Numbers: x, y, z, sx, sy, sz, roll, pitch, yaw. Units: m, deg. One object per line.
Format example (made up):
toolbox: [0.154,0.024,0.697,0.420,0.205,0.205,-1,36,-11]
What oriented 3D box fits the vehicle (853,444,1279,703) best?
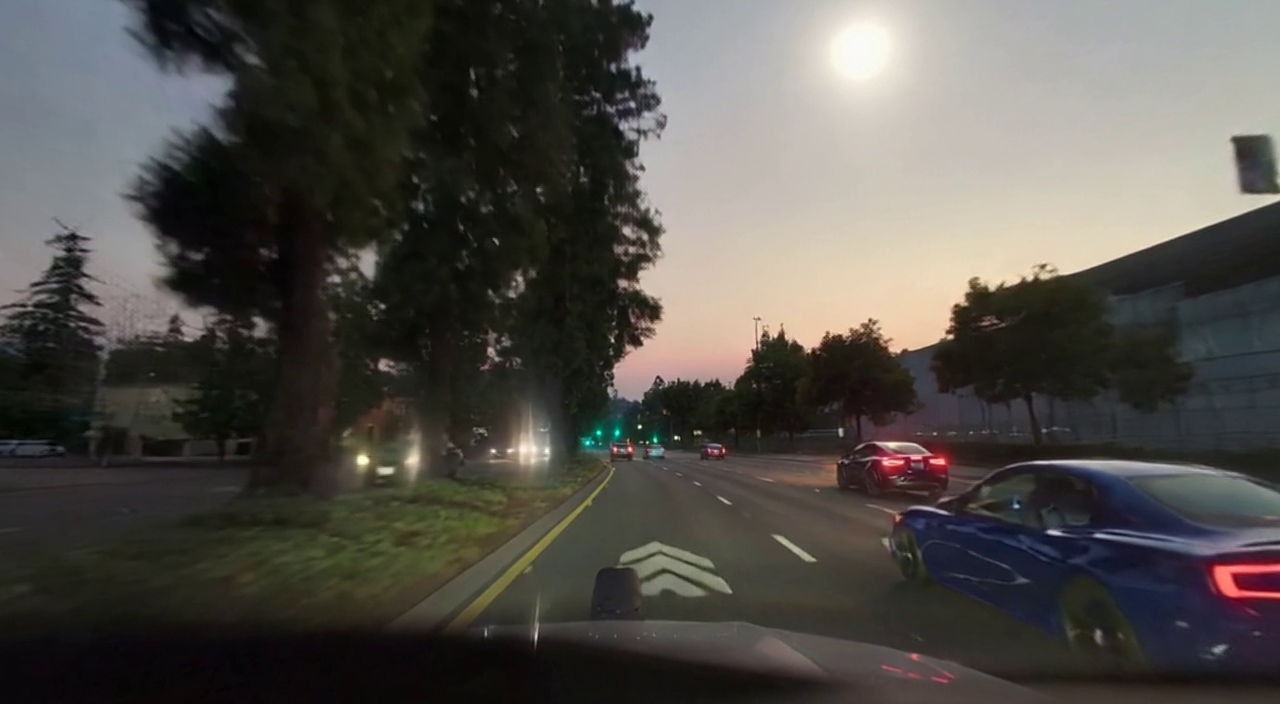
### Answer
vehicle: [3.428,1.397,4.858,1.990,1.347,4.388,0,-9,-1]

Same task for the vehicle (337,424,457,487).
vehicle: [-7.678,3.330,20.539,2.106,1.768,4.552,0,-9,0]

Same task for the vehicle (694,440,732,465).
vehicle: [5.197,7.243,45.631,1.931,1.685,4.054,0,-9,-5]

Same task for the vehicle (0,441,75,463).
vehicle: [-47.675,7.867,49.652,4.503,1.663,1.718,1,-9,-5]
